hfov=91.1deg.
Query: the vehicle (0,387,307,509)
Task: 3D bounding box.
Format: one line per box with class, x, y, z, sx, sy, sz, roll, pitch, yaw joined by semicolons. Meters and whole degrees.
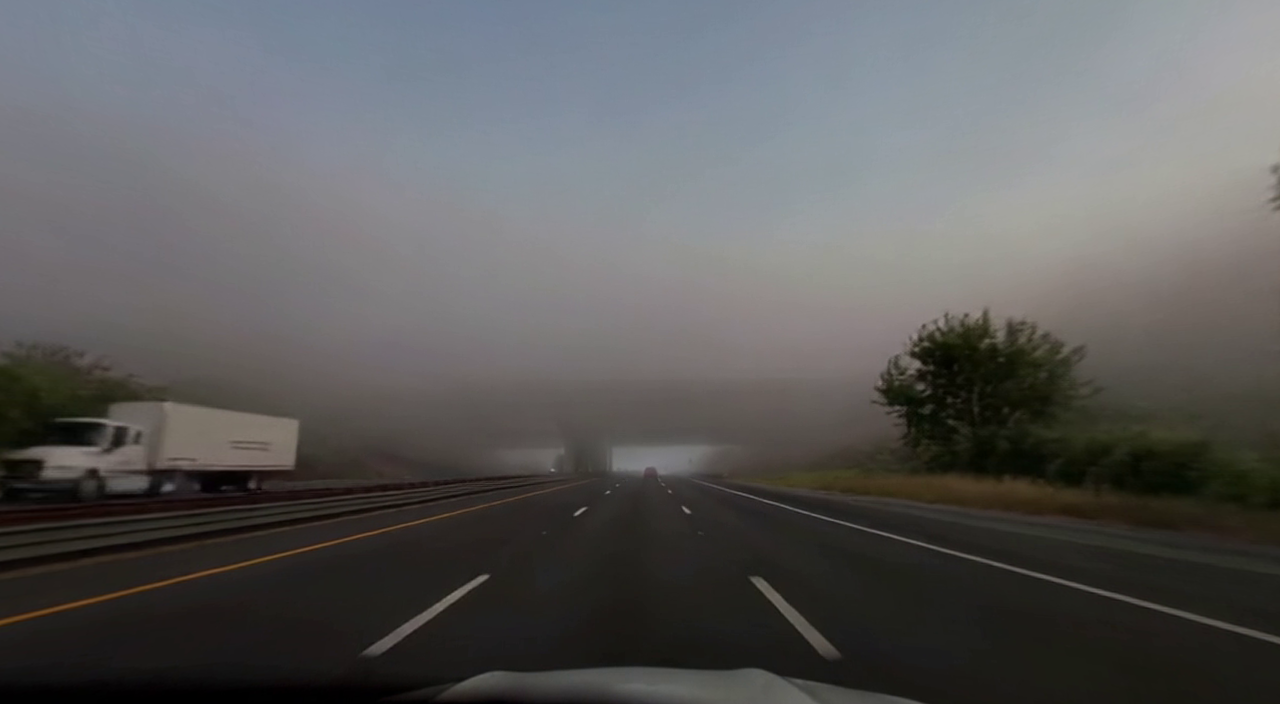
vehicle;-19.702;4.397;27.548;2.814;4.002;13.544;1;-11;0
